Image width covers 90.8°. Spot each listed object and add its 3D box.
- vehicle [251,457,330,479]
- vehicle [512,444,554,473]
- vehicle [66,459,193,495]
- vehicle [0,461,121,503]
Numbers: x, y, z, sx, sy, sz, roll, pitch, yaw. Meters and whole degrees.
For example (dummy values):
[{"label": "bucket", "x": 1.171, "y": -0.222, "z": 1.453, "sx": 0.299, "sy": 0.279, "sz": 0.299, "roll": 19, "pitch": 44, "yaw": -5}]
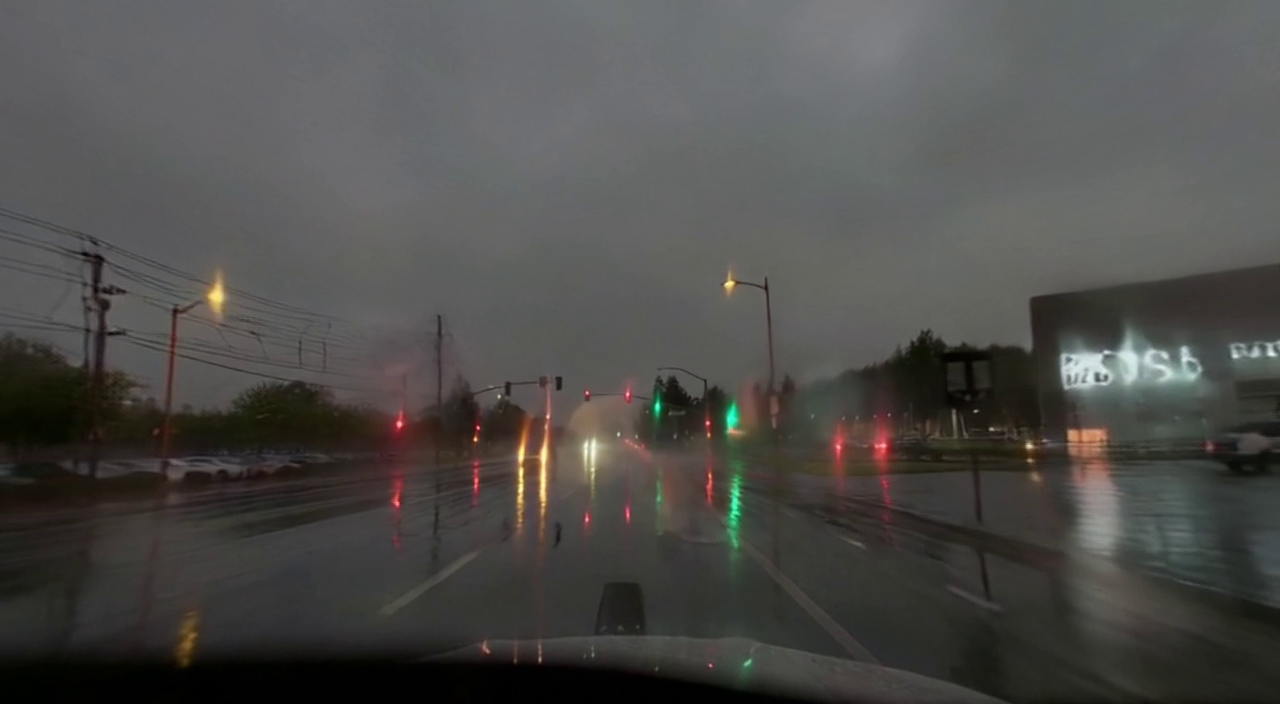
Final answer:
[{"label": "vehicle", "x": -24.809, "y": 8.230, "z": 44.984, "sx": 4.403, "sy": 1.465, "sz": 1.928, "roll": 0, "pitch": -9, "yaw": -3}, {"label": "vehicle", "x": -5.816, "y": 5.806, "z": 34.689, "sx": 1.928, "sy": 1.451, "sz": 4.219, "roll": 0, "pitch": -9, "yaw": -5}, {"label": "vehicle", "x": -24.608, "y": 6.009, "z": 30.570, "sx": 4.435, "sy": 1.613, "sz": 1.928, "roll": 0, "pitch": -8, "yaw": 1}, {"label": "vehicle", "x": -24.553, "y": 5.317, "z": 25.986, "sx": 4.644, "sy": 1.607, "sz": 1.900, "roll": 0, "pitch": -8, "yaw": 0}]
